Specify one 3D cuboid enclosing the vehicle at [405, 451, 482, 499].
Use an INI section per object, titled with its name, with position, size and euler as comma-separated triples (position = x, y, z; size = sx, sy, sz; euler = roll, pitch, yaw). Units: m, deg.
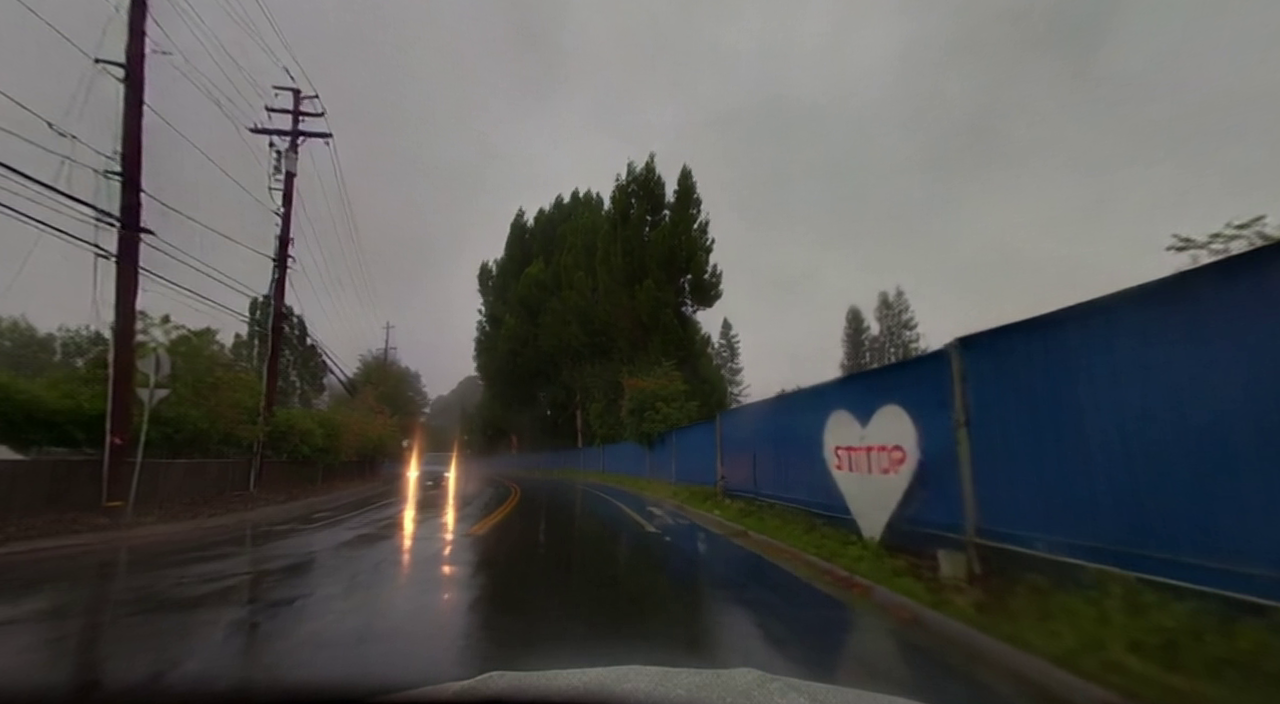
[vehicle]
position = -6.875, 4.320, 22.624
size = 2.034, 1.479, 4.521
euler = 1, -9, -10
